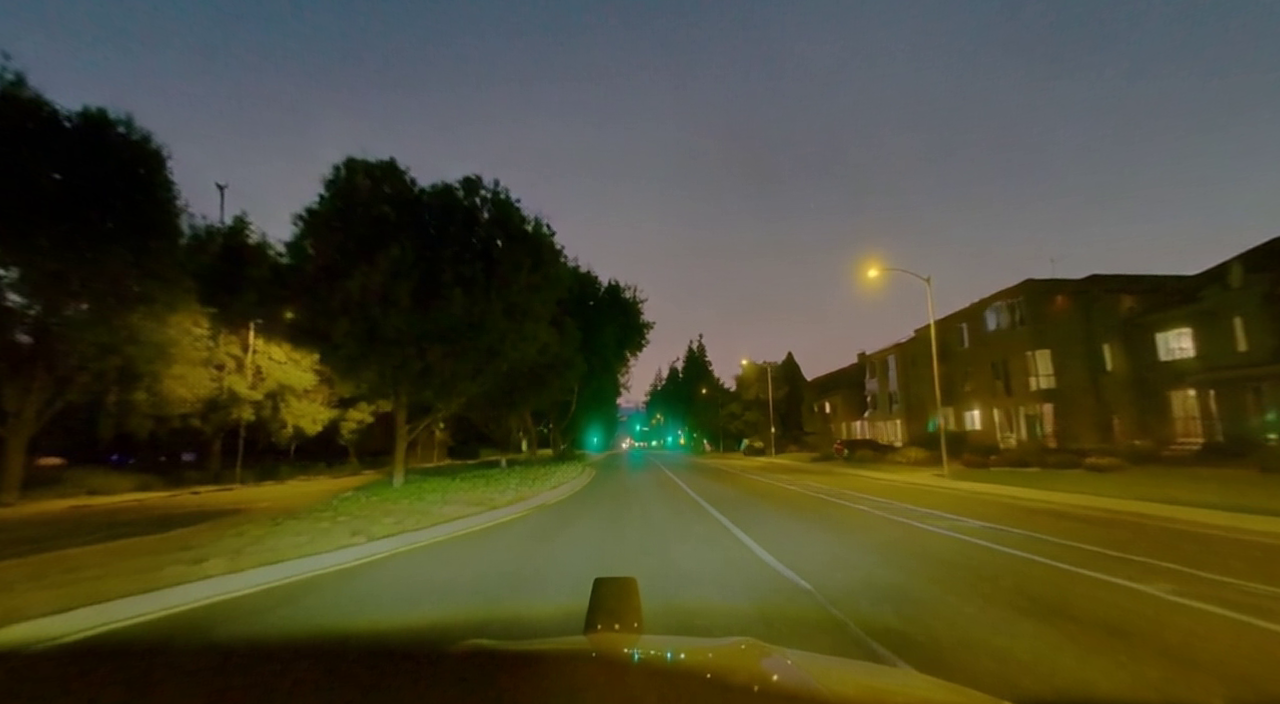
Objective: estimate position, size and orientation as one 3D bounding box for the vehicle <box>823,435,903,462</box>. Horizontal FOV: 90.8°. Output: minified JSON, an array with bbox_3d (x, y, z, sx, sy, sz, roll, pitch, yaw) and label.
[{"bbox_3d":[15.204,6.617,43.190,4.605,1.779,2.135,0,-9,-1],"label":"vehicle"}]
